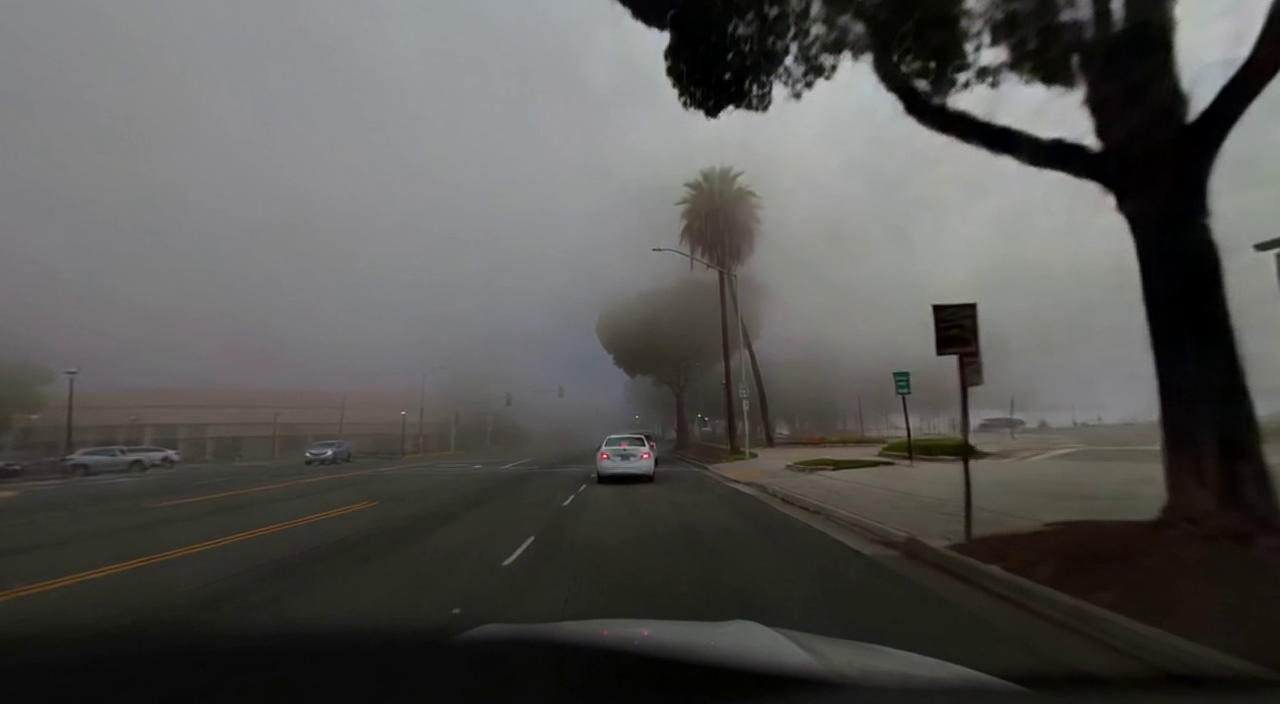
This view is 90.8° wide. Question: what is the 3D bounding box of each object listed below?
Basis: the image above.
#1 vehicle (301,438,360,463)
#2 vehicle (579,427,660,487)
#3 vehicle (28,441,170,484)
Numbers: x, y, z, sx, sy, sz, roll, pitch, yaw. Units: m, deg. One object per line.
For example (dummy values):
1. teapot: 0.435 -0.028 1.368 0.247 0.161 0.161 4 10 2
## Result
1. vehicle: -22.920 7.325 46.951 1.990 1.752 4.673 0 -8 0
2. vehicle: -0.476 3.015 18.361 2.060 1.526 3.859 -1 -8 2
3. vehicle: -23.782 4.807 28.064 1.974 1.470 4.892 -5 -7 2
